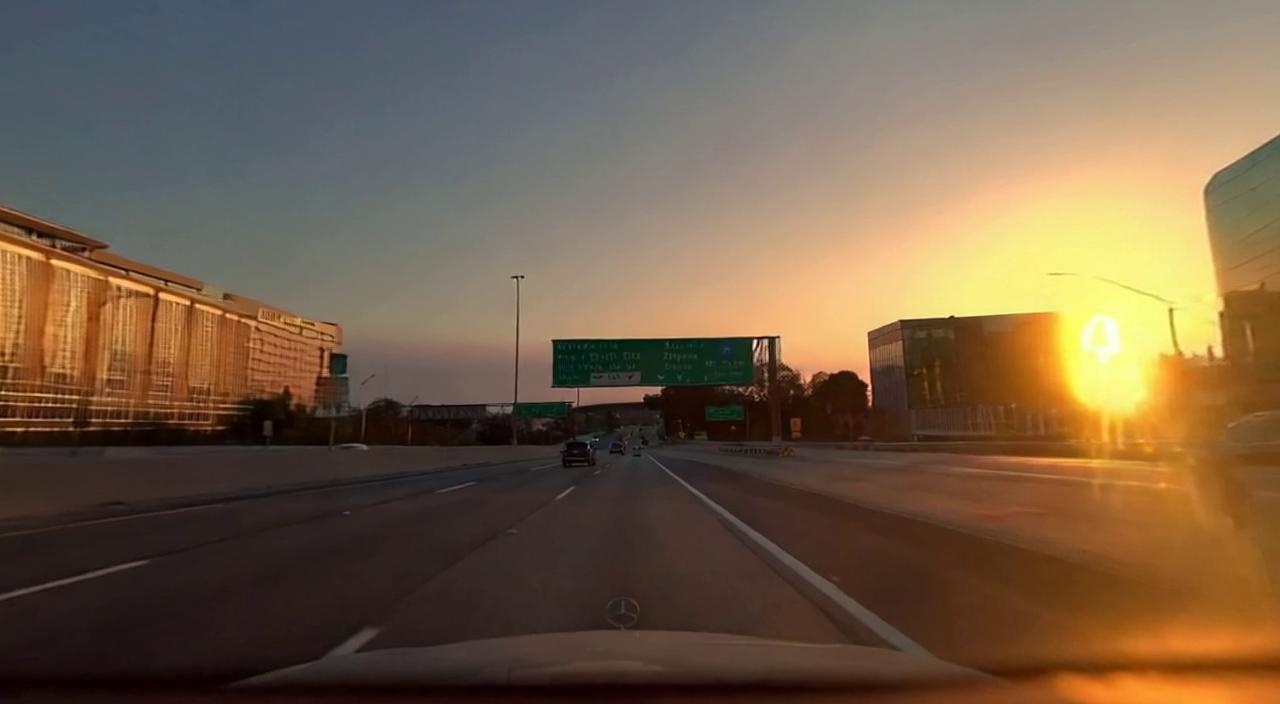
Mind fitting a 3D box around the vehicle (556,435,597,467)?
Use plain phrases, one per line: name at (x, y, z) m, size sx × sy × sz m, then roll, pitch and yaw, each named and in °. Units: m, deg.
vehicle at (-3.788, 5.996, 38.351) m, size 2.047 × 1.786 × 4.217 m, roll 0°, pitch -8°, yaw 0°
